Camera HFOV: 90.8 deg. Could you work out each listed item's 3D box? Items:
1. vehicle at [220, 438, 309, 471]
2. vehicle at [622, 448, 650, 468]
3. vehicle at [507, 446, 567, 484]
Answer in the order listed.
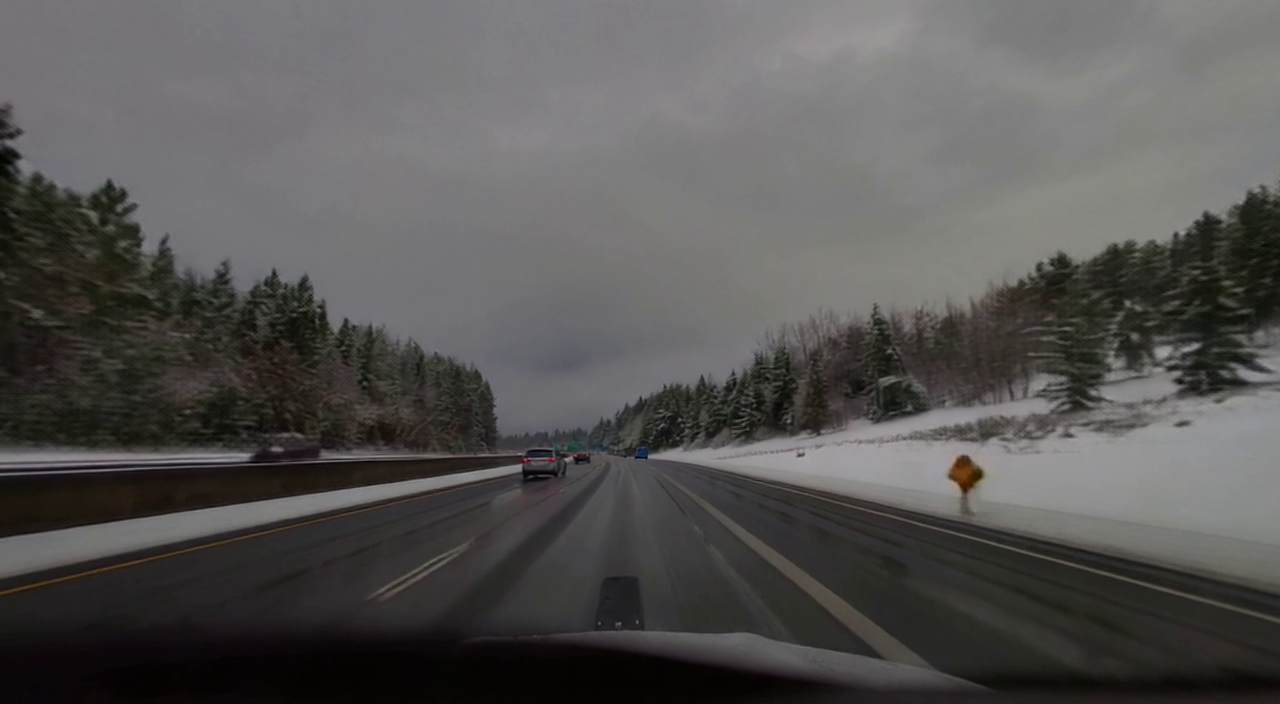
[{"bbox_3d":[-18.248,5.005,30.877,1.836,1.491,4.176,0,-9,-1],"label":"vehicle"},{"bbox_3d":[-0.325,7.989,47.733,2.031,1.483,3.417,0,-9,-2],"label":"vehicle"},{"bbox_3d":[-4.464,4.962,28.085,1.957,1.499,4.965,0,-9,-1],"label":"vehicle"}]
